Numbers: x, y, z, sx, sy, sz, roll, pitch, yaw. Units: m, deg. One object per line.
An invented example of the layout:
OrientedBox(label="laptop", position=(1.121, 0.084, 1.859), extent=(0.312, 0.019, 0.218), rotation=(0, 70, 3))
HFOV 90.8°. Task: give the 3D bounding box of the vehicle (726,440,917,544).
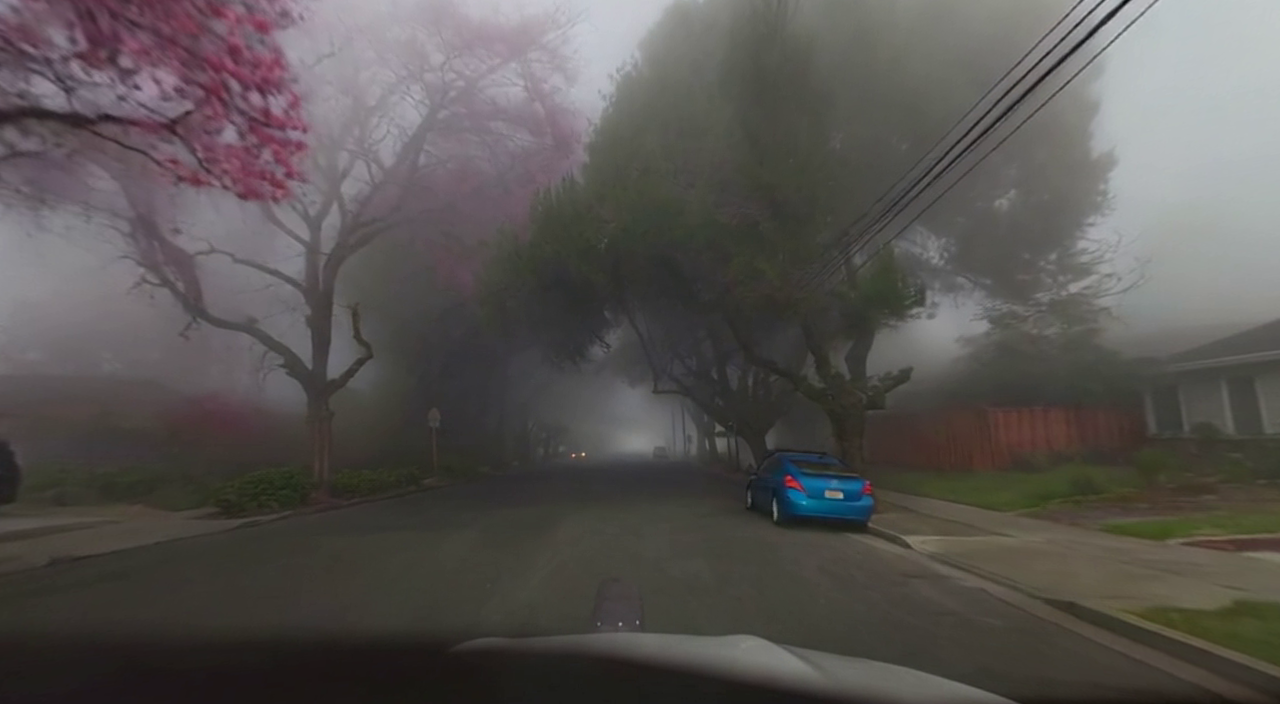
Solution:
OrientedBox(label="vehicle", position=(2.878, 2.312, 11.214), extent=(2.022, 1.455, 4.406), rotation=(0, -8, -1))
